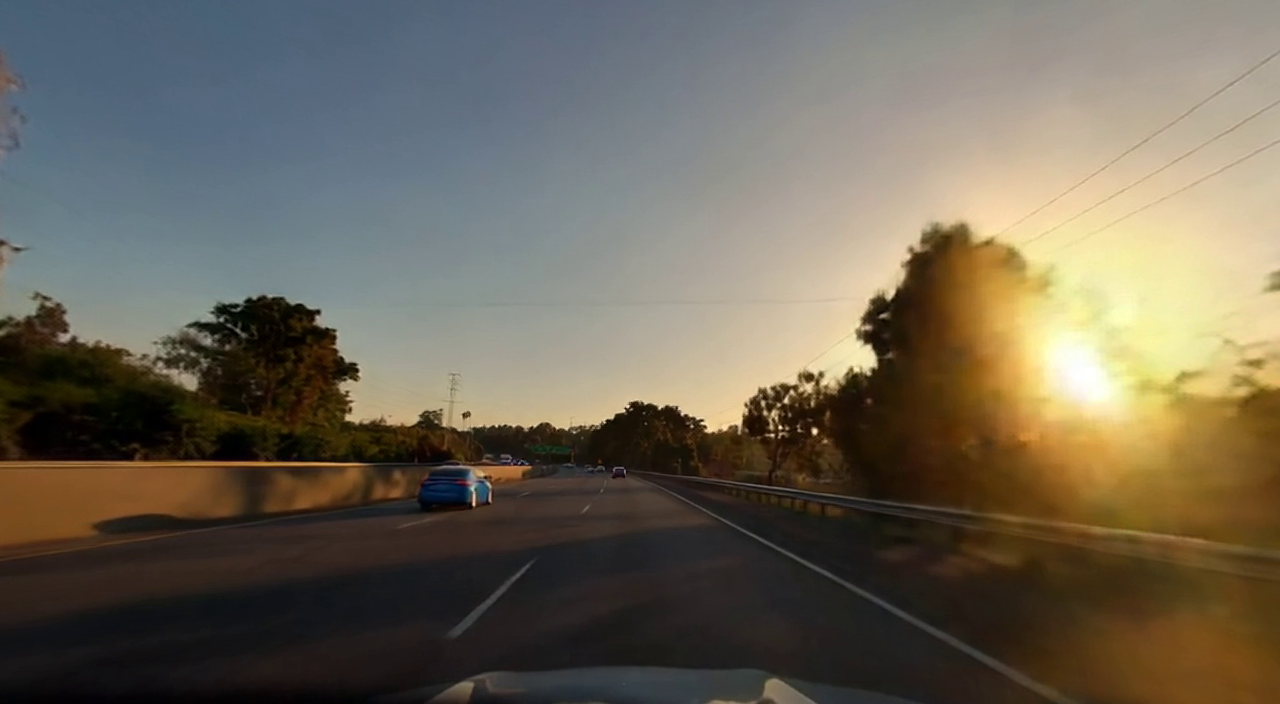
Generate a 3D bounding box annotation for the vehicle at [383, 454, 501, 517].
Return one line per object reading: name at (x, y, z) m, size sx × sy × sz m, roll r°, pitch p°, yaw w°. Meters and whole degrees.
vehicle at (-6.015, 4.123, 19.834) m, size 2.194 × 1.704 × 4.421 m, roll 1°, pitch -10°, yaw 0°
